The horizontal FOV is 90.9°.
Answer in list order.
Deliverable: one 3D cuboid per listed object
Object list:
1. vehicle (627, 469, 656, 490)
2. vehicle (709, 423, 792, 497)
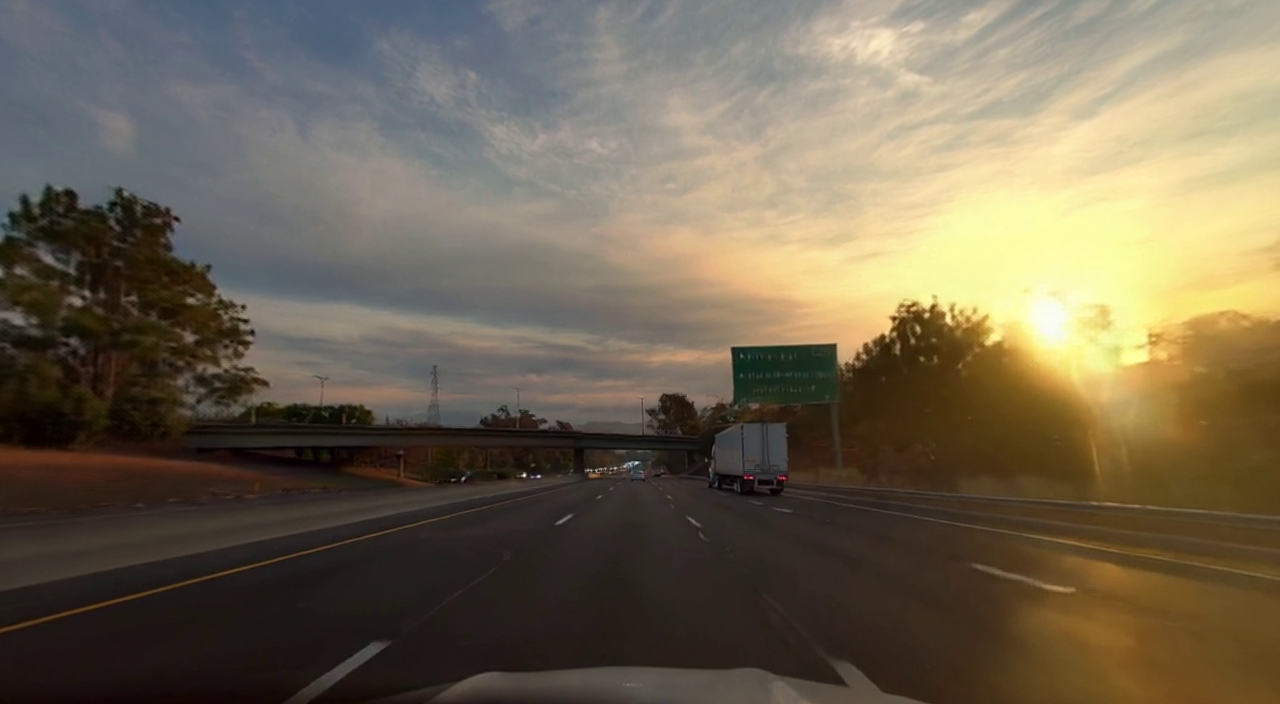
[{"bbox_3d":[0.090,9.364,46.350,2.029,1.459,3.684,1,-11,-1],"label":"vehicle"},{"bbox_3d":[6.983,7.365,42.413,2.926,4.073,13.836,1,-11,-1],"label":"vehicle"}]
